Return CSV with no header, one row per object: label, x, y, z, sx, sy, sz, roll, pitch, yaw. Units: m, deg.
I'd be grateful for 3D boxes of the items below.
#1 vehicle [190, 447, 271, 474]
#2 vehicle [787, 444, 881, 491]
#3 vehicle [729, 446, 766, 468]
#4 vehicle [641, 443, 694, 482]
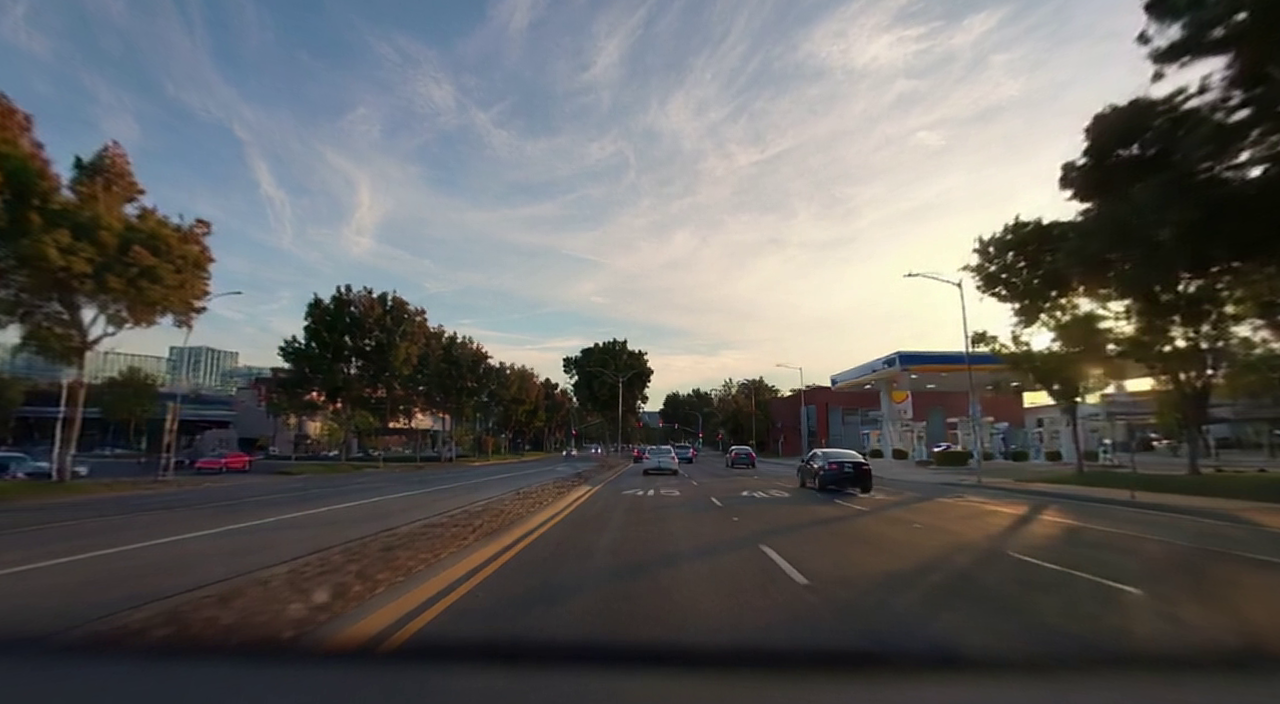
vehicle,-28.858,7.622,44.473,2.011,1.762,5.267,0,-8,3
vehicle,6.722,4.023,22.311,1.918,1.484,4.456,0,-8,0
vehicle,7.750,7.540,45.490,1.930,1.479,4.477,0,-8,0
vehicle,1.063,4.585,26.338,1.971,1.479,4.493,0,-8,0
